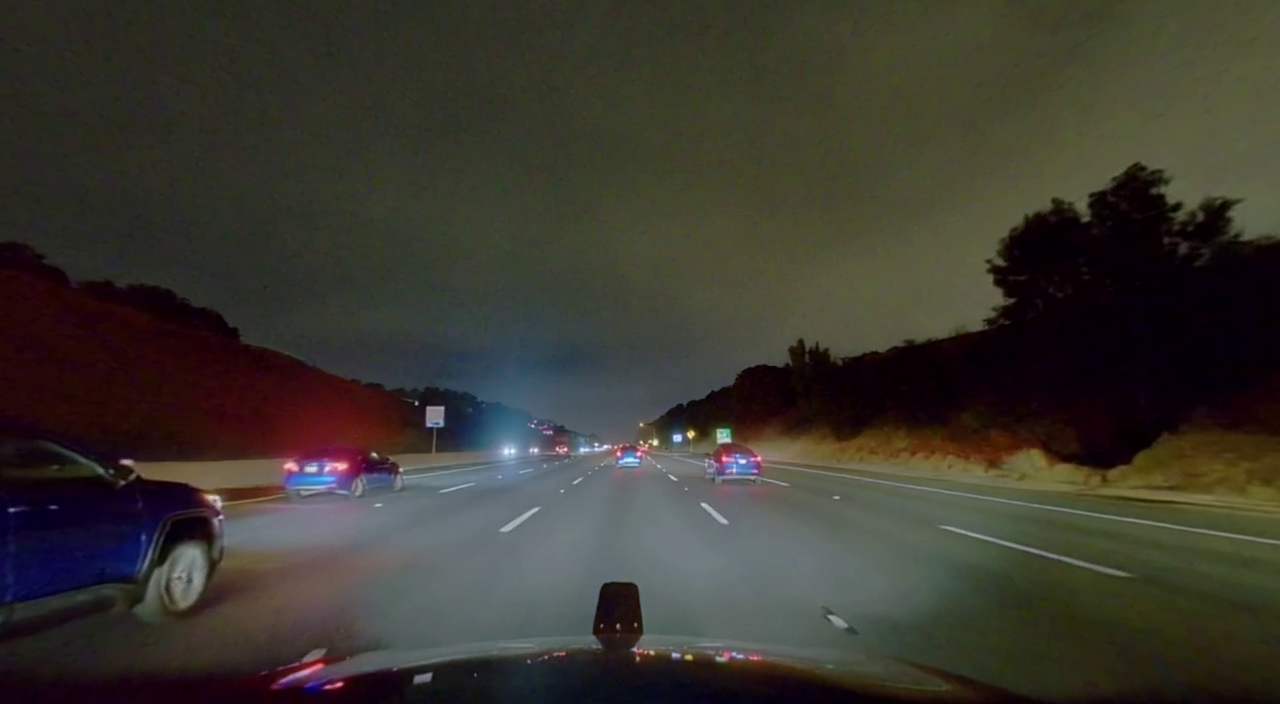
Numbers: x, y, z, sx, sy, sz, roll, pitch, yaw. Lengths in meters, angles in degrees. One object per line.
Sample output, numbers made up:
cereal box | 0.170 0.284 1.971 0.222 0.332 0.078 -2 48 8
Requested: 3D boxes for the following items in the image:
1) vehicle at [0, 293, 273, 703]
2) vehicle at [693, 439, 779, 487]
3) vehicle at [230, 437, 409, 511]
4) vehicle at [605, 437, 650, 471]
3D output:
vehicle | -3.785 0.595 1.519 2.379 1.948 5.668 0 -8 0
vehicle | 3.180 3.797 22.009 2.120 1.492 4.734 0 -8 -1
vehicle | -7.581 2.908 15.634 1.922 1.508 4.816 0 -8 0
vehicle | -0.651 5.439 33.886 2.277 1.675 4.023 0 -8 -1
